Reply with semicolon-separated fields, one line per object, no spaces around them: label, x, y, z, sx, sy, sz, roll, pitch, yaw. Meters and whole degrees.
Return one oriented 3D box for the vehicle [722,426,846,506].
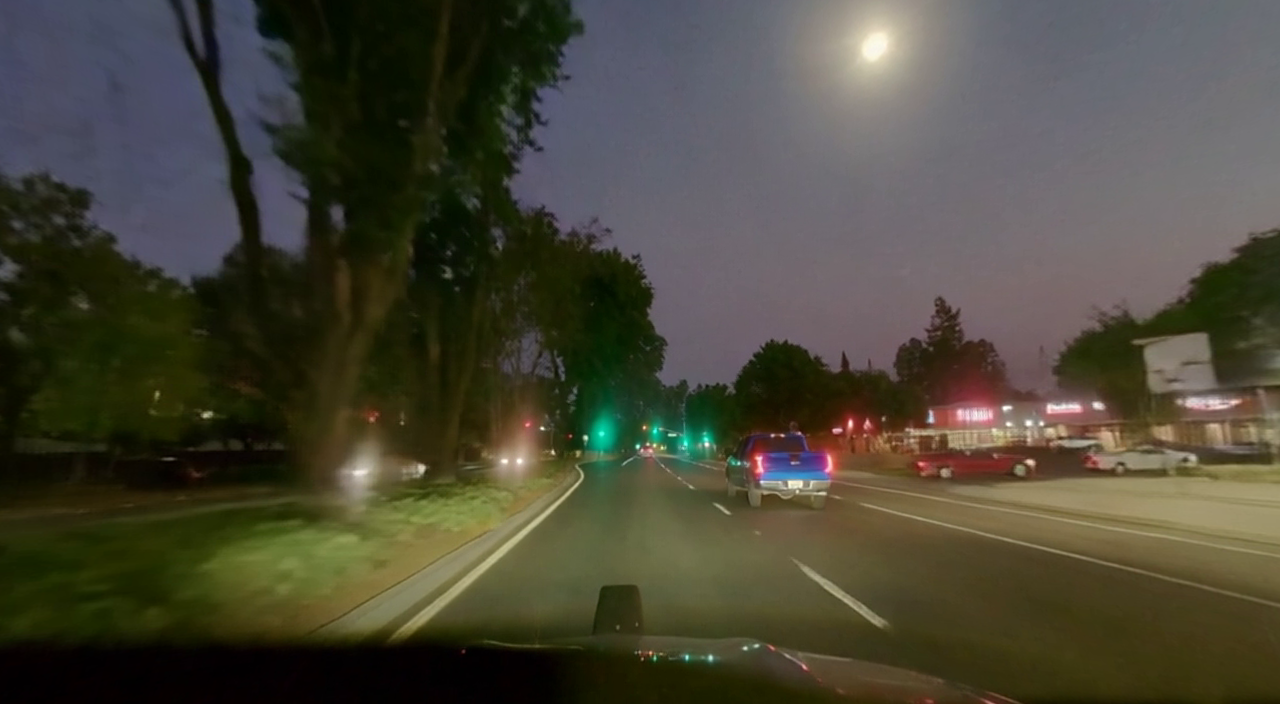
vehicle;3.708;3.035;17.378;2.138;1.836;5.245;0;-8;0

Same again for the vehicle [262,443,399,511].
vehicle;-8.671;3.476;18.163;1.834;1.695;4.129;0;-8;-1

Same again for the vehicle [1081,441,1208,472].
vehicle;24.845;5.157;31.228;4.648;1.444;1.912;0;-8;-1

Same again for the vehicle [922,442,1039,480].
vehicle;16.604;5.320;30.956;4.554;1.566;1.925;-3;-8;-1

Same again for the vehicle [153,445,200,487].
vehicle;-30.113;7.383;41.088;1.541;2.550;1.957;-3;-8;0
